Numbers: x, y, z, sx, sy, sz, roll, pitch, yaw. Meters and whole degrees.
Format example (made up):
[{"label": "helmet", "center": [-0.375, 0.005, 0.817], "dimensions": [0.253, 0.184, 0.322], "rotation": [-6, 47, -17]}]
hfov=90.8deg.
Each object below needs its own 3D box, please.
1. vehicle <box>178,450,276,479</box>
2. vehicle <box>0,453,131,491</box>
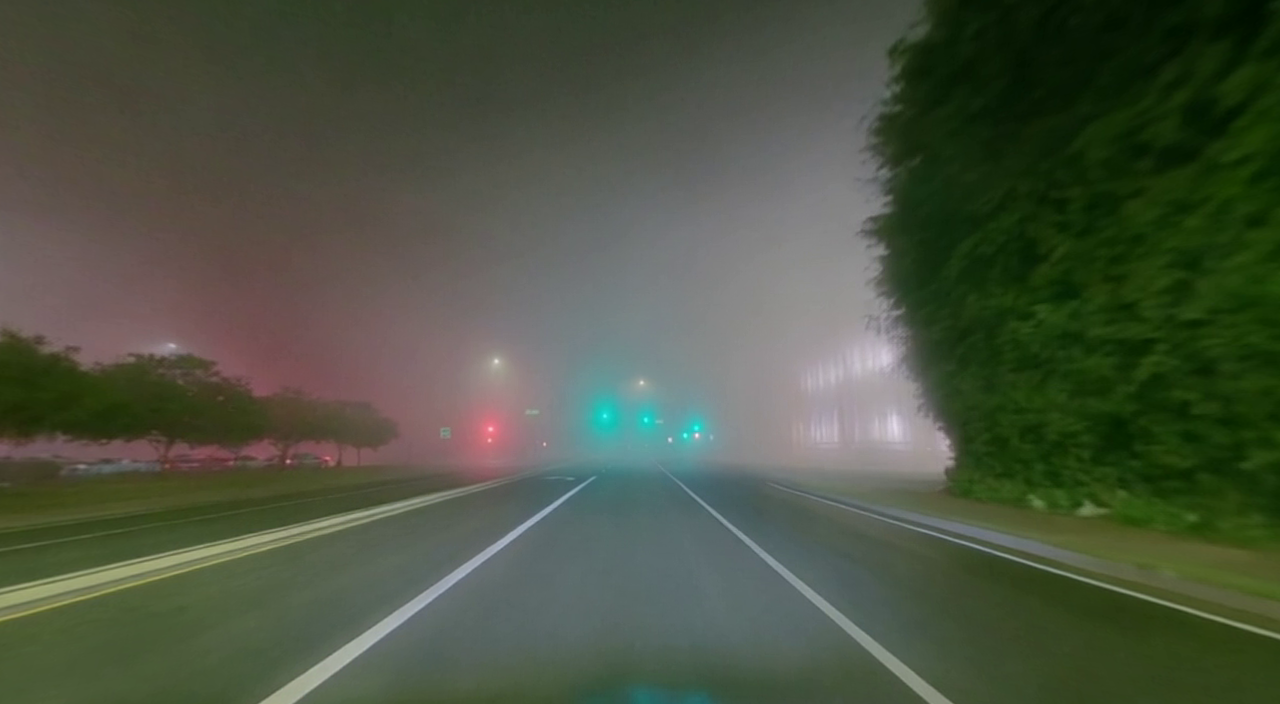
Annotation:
[{"label": "vehicle", "center": [-24.612, 6.692, 37.809], "dimensions": [4.377, 1.668, 1.977], "rotation": [1, -8, -6]}, {"label": "vehicle", "center": [-24.712, 5.115, 27.059], "dimensions": [4.166, 1.517, 1.887], "rotation": [0, -8, 3]}]
